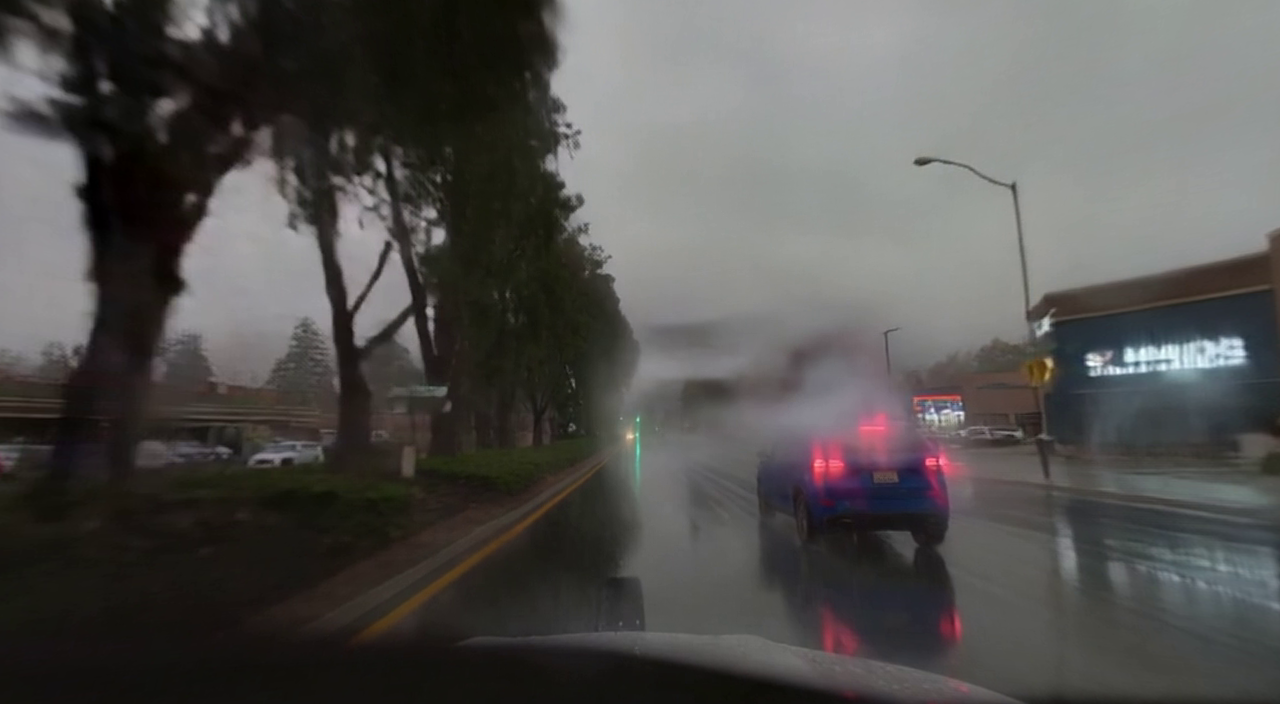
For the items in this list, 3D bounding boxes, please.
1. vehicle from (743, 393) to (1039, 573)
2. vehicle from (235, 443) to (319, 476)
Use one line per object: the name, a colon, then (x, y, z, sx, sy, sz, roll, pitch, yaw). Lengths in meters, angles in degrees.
vehicle: (2.898, 1.659, 8.706, 2.130, 1.790, 4.615, 0, -9, 0)
vehicle: (-19.409, 5.729, 34.021, 1.988, 1.634, 4.301, 0, -9, -1)
